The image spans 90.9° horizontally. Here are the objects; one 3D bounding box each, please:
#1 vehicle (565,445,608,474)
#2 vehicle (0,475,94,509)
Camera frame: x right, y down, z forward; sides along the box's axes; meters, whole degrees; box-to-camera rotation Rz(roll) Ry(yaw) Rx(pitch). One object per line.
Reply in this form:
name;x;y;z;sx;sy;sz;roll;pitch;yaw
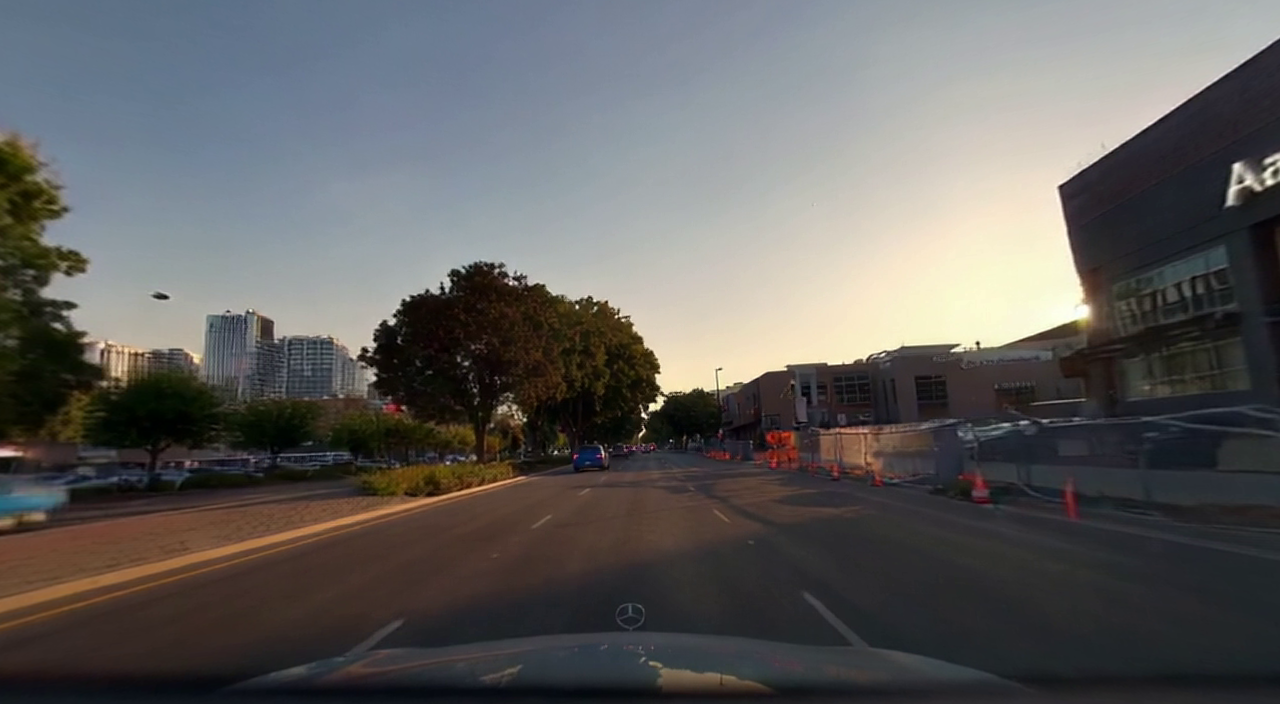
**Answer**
vehicle;-2.831;5.808;34.333;1.926;1.442;4.231;0;-9;1
vehicle;-30.101;6.952;31.389;4.171;1.450;1.855;8;-12;-43
